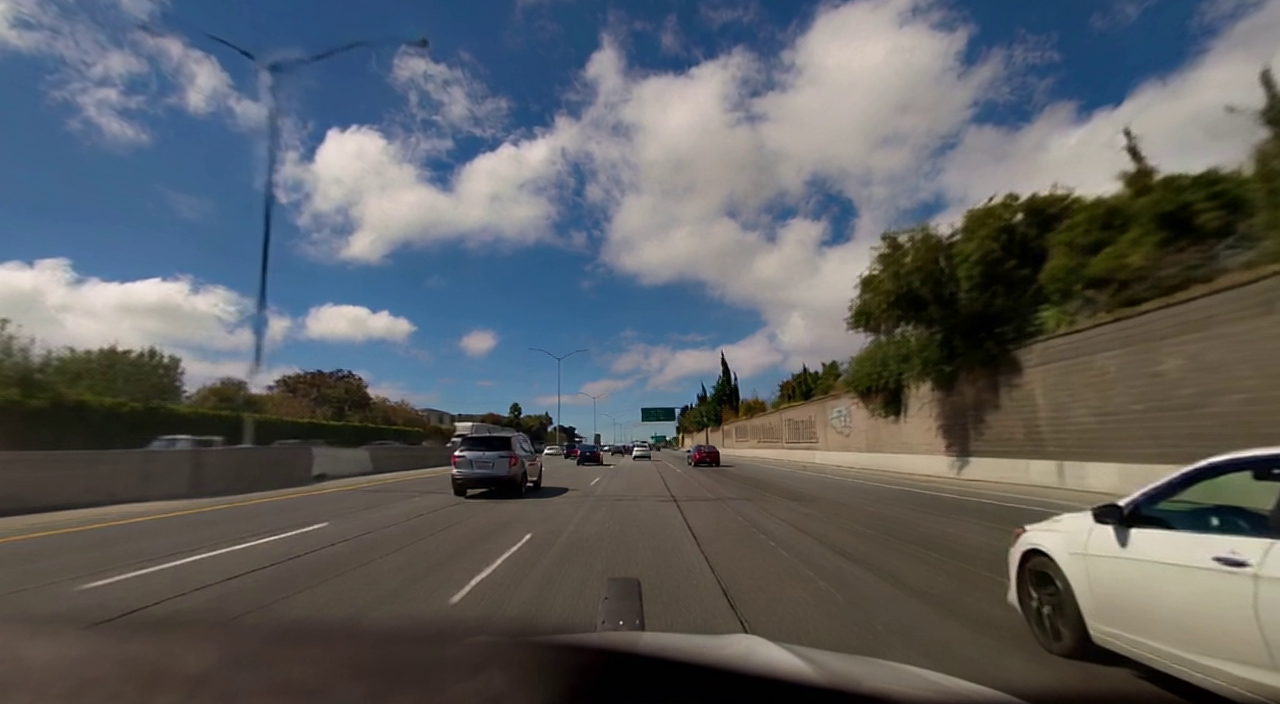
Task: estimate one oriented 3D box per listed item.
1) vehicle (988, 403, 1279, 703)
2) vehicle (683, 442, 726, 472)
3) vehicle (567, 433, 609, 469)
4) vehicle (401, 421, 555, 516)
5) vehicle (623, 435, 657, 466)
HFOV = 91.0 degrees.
[{"bbox_3d":[3.521,0.955,2.224,1.916,1.566,4.611,0,-9,0],"label":"vehicle"},{"bbox_3d":[3.945,6.493,39.272,2.224,1.752,4.487,0,-9,0],"label":"vehicle"},{"bbox_3d":[-3.356,6.539,41.571,2.378,2.214,4.352,0,-9,0],"label":"vehicle"},{"bbox_3d":[-3.528,2.681,15.047,2.184,1.819,5.441,0,-9,1],"label":"vehicle"},{"bbox_3d":[-0.016,7.630,48.967,2.485,2.215,5.199,0,-9,0],"label":"vehicle"}]
